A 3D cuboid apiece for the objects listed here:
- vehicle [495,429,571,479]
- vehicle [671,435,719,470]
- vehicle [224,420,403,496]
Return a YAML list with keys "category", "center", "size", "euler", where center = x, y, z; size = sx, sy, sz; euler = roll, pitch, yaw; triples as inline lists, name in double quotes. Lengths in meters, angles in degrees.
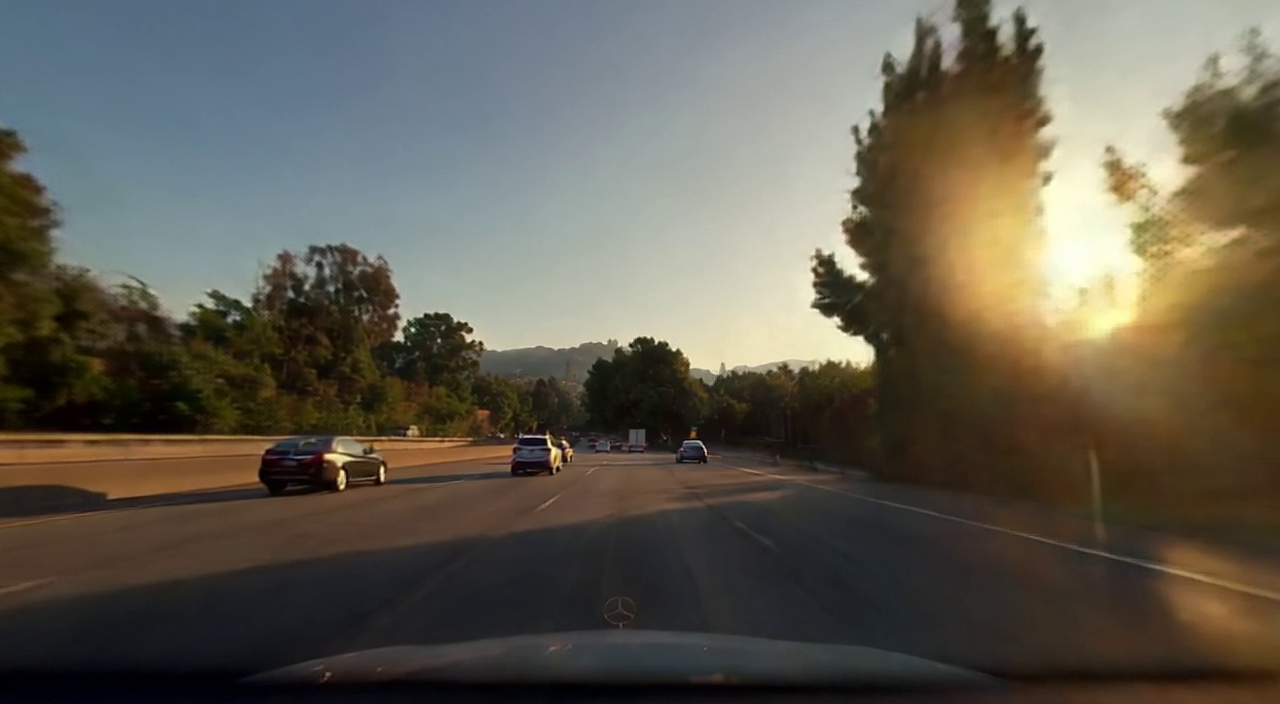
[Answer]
- category: "vehicle"
  center: [-3.808, 3.735, 23.235]
  size: [2.002, 1.680, 4.301]
  euler: [0, -9, 1]
- category: "vehicle"
  center: [2.811, 5.281, 33.203]
  size: [2.053, 1.698, 4.097]
  euler: [0, -9, -2]
- category: "vehicle"
  center: [-8.341, 2.774, 16.753]
  size: [2.237, 1.703, 4.681]
  euler: [0, -9, 0]
